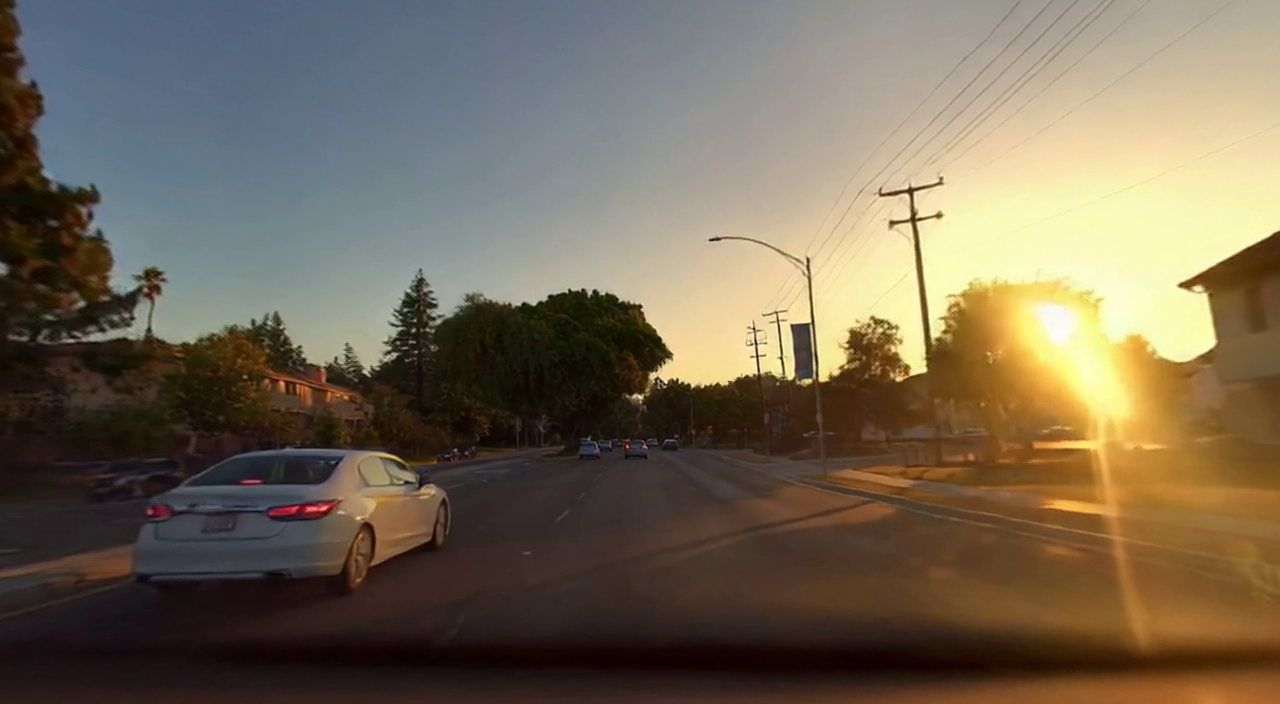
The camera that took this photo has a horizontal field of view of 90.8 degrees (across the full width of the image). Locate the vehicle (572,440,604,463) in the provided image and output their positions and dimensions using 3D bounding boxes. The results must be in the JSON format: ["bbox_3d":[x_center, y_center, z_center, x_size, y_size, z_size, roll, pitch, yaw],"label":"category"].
[{"bbox_3d":[-3.662,7.098,45.241,2.000,1.569,3.794,0,-8,-1],"label":"vehicle"}]

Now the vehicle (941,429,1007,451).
[{"bbox_3d":[23.712,6.295,45.029,1.754,1.504,4.090,2,-9,-14],"label":"vehicle"}]

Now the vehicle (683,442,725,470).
[{"bbox_3d":[3.494,5.739,35.159,1.830,1.451,4.009,0,-8,-2],"label":"vehicle"}]

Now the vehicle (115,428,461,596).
[{"bbox_3d":[-3.758,1.749,7.911,1.844,1.451,4.543,0,-8,-2],"label":"vehicle"}]

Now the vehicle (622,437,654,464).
[{"bbox_3d":[-0.178,6.647,42.801,2.043,1.734,4.253,0,-8,-1],"label":"vehicle"}]
